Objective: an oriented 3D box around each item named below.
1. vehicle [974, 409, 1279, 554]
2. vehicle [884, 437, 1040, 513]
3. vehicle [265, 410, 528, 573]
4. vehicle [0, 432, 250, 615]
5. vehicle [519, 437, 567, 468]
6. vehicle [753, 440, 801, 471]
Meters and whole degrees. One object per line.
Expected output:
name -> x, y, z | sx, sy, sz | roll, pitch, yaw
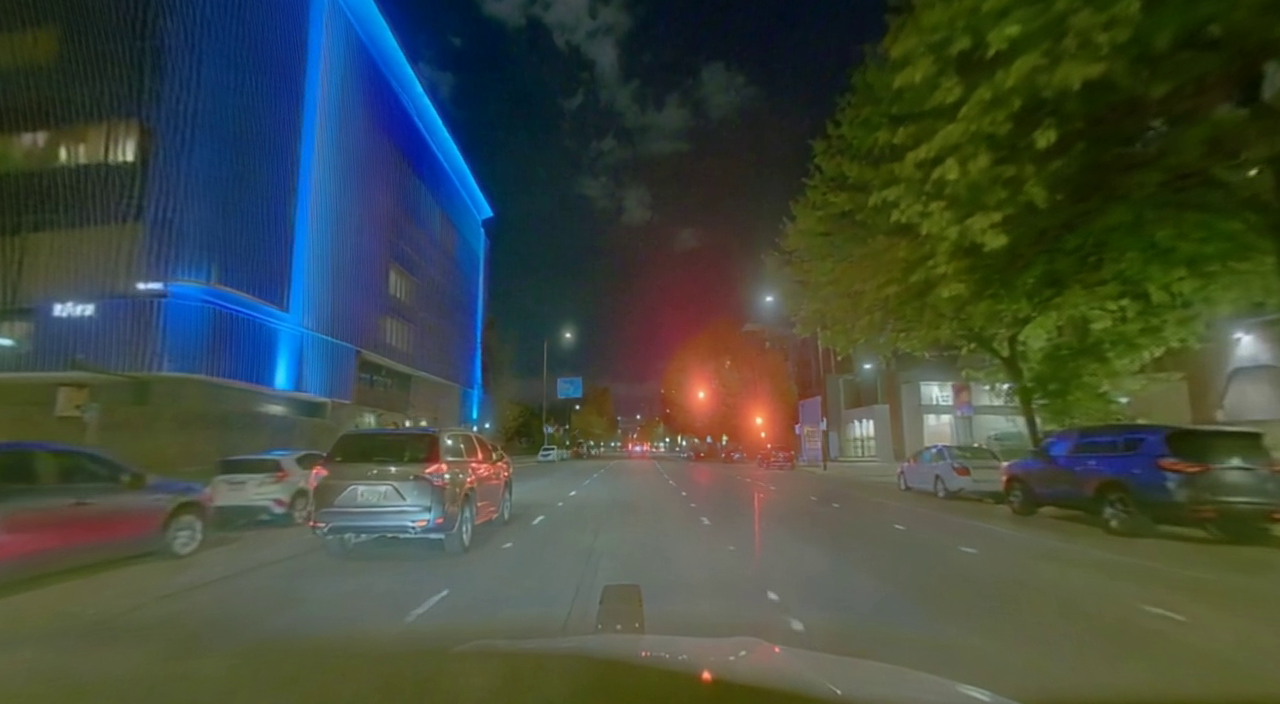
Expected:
vehicle -> 9.207, 2.322, 12.246 | 2.249, 2.117, 5.743 | 0, -8, 0
vehicle -> 8.981, 3.404, 18.142 | 2.005, 1.726, 4.658 | 5, -8, -1
vehicle -> -3.049, 1.843, 9.143 | 2.002, 1.756, 4.366 | -1, -8, 1
vehicle -> -6.815, 1.725, 6.874 | 2.071, 1.631, 4.936 | 0, -8, -1
vehicle -> -6.771, 7.100, 44.819 | 2.290, 2.012, 5.654 | -1, -8, 2
vehicle -> 9.260, 7.025, 43.128 | 2.129, 1.929, 5.537 | -1, -8, 1
